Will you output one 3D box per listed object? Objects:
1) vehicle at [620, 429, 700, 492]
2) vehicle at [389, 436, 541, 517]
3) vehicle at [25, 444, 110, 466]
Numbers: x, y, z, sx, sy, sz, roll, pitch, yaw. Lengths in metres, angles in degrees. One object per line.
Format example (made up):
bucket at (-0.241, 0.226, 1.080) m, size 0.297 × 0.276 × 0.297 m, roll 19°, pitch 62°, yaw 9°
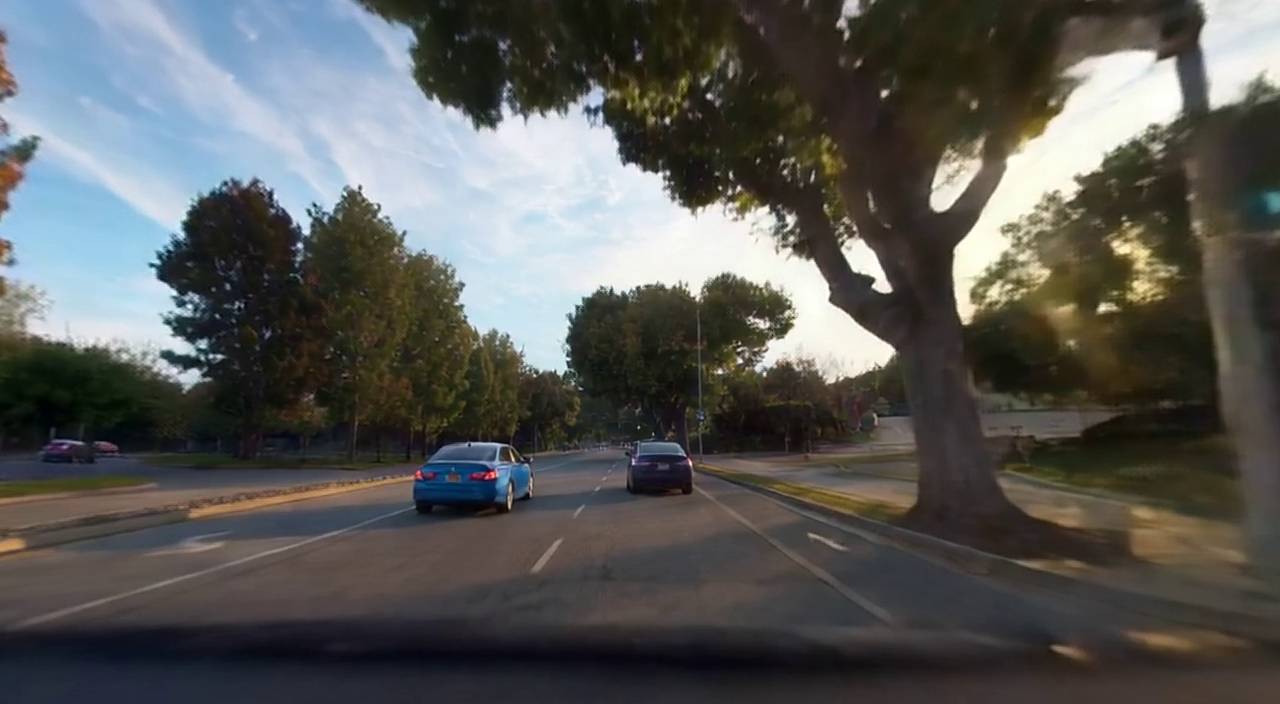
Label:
vehicle at (0.497, 3.455, 20.475) m, size 2.215 × 1.799 × 4.426 m, roll 0°, pitch -8°, yaw -3°
vehicle at (-3.466, 2.533, 13.393) m, size 2.036 × 1.447 × 4.044 m, roll 0°, pitch -8°, yaw 0°
vehicle at (-40.704, 7.328, 44.917) m, size 1.856 × 1.459 × 4.521 m, roll 0°, pitch -8°, yaw -1°
